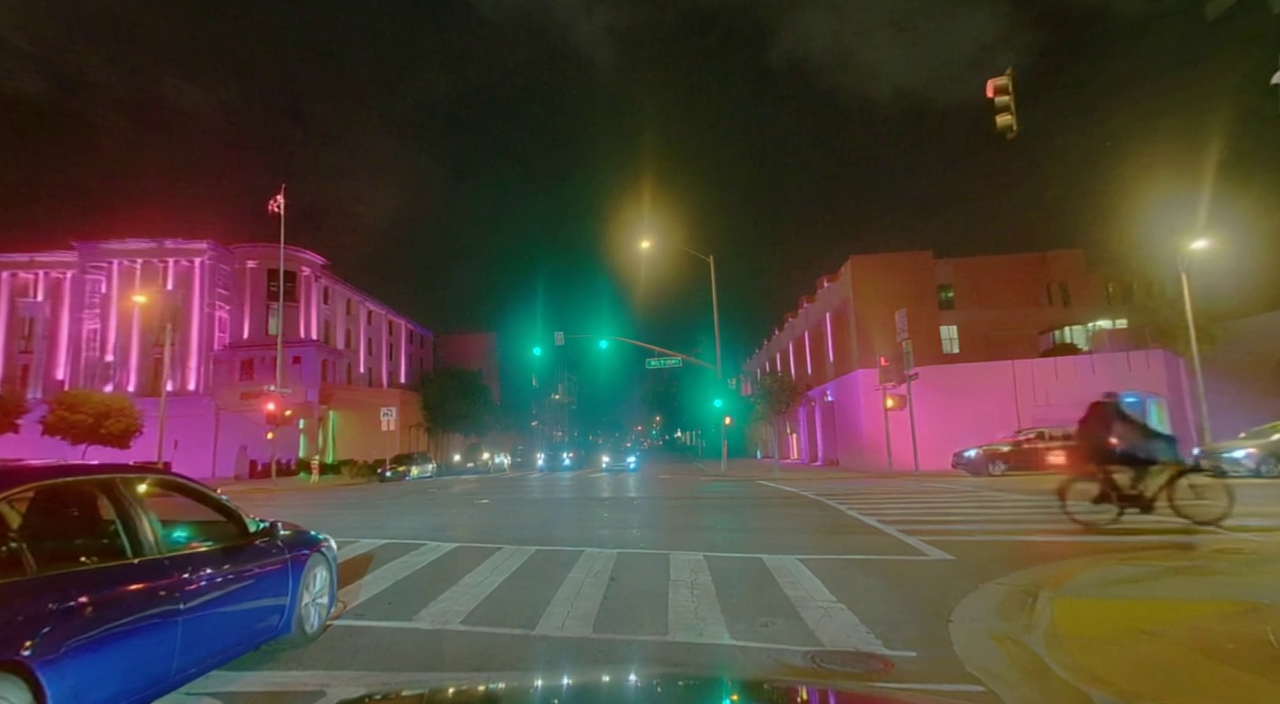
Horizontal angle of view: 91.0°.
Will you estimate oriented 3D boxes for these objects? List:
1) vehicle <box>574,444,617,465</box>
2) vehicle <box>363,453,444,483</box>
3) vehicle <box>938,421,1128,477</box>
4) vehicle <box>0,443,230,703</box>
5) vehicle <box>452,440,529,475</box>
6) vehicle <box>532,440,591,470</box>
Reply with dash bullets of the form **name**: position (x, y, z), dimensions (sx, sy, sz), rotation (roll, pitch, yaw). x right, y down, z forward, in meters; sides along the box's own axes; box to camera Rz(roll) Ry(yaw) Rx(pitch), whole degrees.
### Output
- **vehicle**: position (-3.048, 7.171, 44.067), dimensions (1.743, 1.362, 4.350), rotation (-2, -9, 14)
- **vehicle**: position (-12.593, 6.171, 33.880), dimensions (1.976, 1.425, 4.567), rotation (-1, -9, 9)
- **vehicle**: position (11.569, 2.889, 18.801), dimensions (4.355, 1.546, 1.820), rotation (-1, -9, 6)
- **vehicle**: position (-3.721, 0.978, 2.151), dimensions (1.759, 1.325, 4.295), rotation (0, -9, 0)
- **vehicle**: position (-8.407, 5.978, 36.071), dimensions (2.152, 1.825, 5.406), rotation (-2, -9, 12)
- **vehicle**: position (-4.500, 5.988, 36.863), dimensions (1.928, 1.647, 4.575), rotation (-2, -9, 13)
